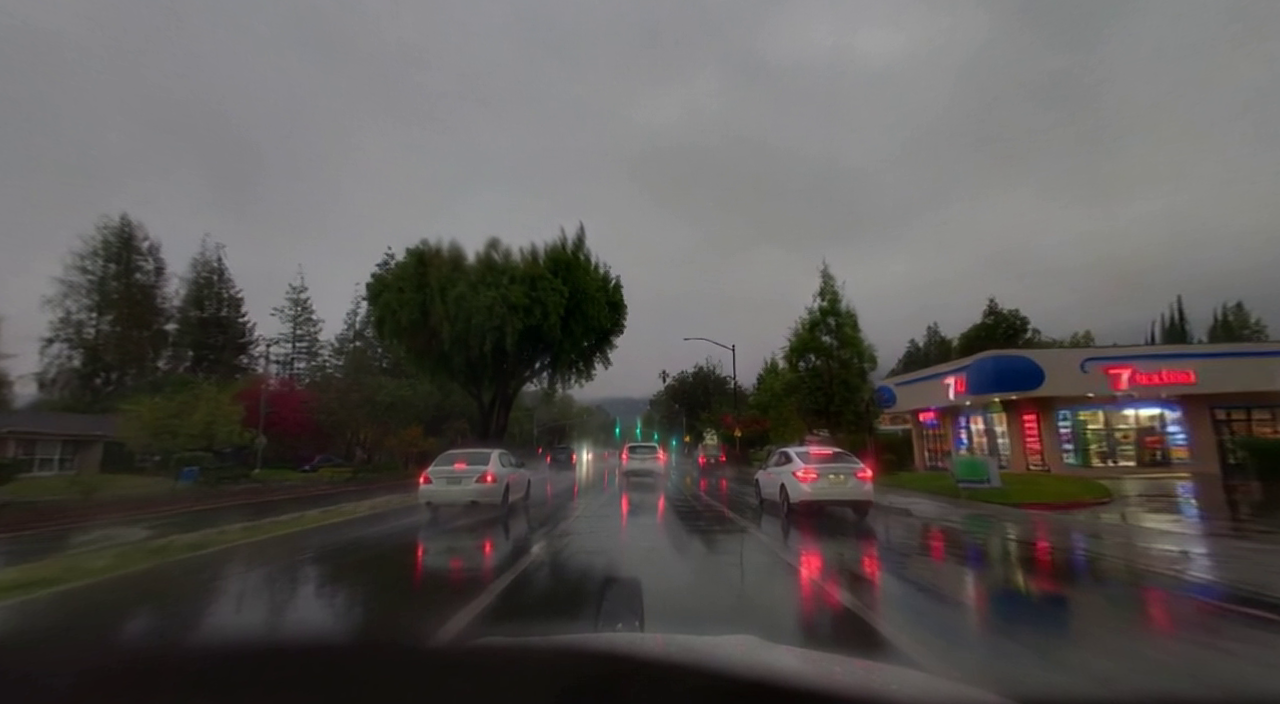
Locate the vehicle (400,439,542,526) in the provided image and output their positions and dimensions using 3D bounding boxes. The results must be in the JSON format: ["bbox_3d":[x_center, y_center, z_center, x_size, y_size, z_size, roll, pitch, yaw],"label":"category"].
[{"bbox_3d":[-3.303,2.626,13.247,1.864,1.505,4.202,0,-9,-1],"label":"vehicle"}]

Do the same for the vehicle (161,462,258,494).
[{"bbox_3d":[-22.447,6.544,33.102,1.827,1.441,4.660,0,-9,0],"label":"vehicle"}]

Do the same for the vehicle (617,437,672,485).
[{"bbox_3d":[0.122,4.660,27.089,2.164,1.867,4.254,0,-9,-1],"label":"vehicle"}]

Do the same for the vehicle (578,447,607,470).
[{"bbox_3d":[-3.536,8.008,47.601,1.871,1.673,3.920,0,-9,1],"label":"vehicle"}]

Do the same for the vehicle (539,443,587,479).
[{"bbox_3d":[-3.871,5.546,32.272,1.932,1.695,4.235,0,-9,0],"label":"vehicle"}]

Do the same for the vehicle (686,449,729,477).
[{"bbox_3d":[3.735,6.236,35.560,1.880,1.476,3.932,0,-9,-1],"label":"vehicle"}]

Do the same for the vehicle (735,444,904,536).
[{"bbox_3d":[3.313,2.630,12.723,1.977,1.480,4.589,0,-9,-1],"label":"vehicle"}]
